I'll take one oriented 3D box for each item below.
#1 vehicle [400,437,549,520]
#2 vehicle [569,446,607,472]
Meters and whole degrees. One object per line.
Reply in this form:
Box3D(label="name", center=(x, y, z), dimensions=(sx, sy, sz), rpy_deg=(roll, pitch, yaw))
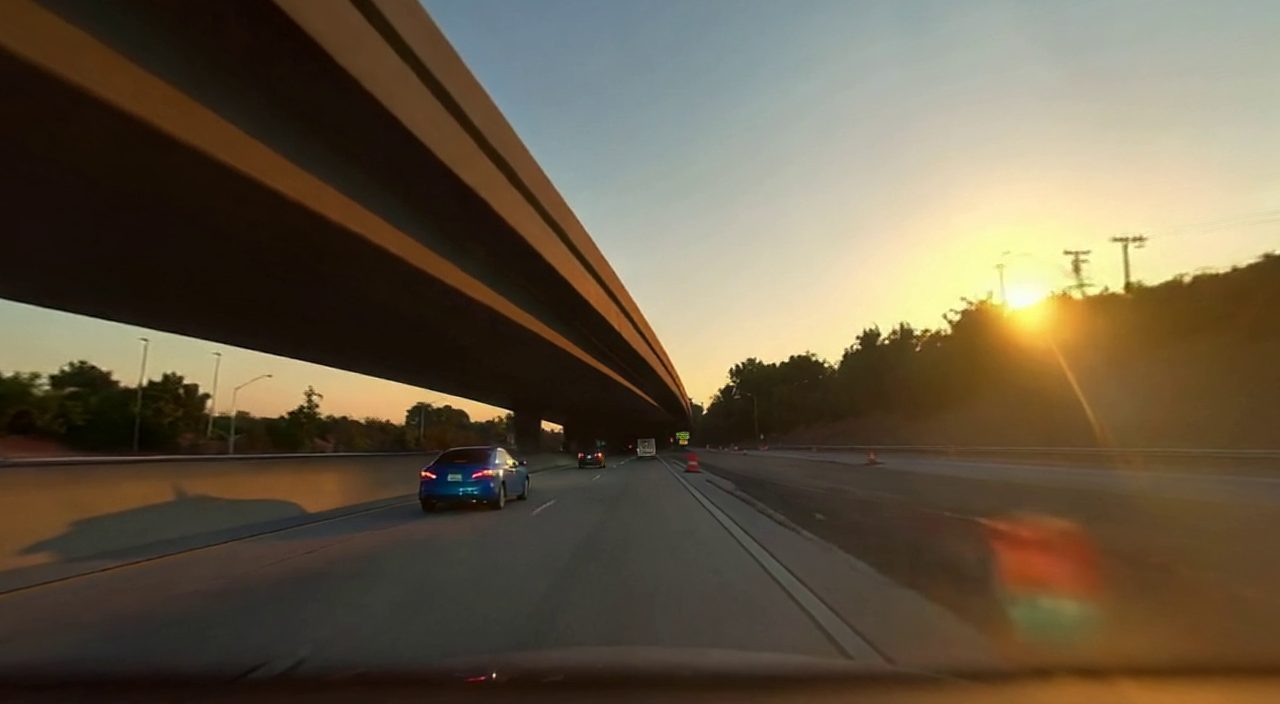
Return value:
Box3D(label="vehicle", center=(-3.427, 2.710, 14.136), dimensions=(2.012, 1.510, 4.672), rpy_deg=(0, -9, 1))
Box3D(label="vehicle", center=(-3.148, 6.566, 38.905), dimensions=(1.965, 1.459, 4.145), rpy_deg=(0, -9, 0))
